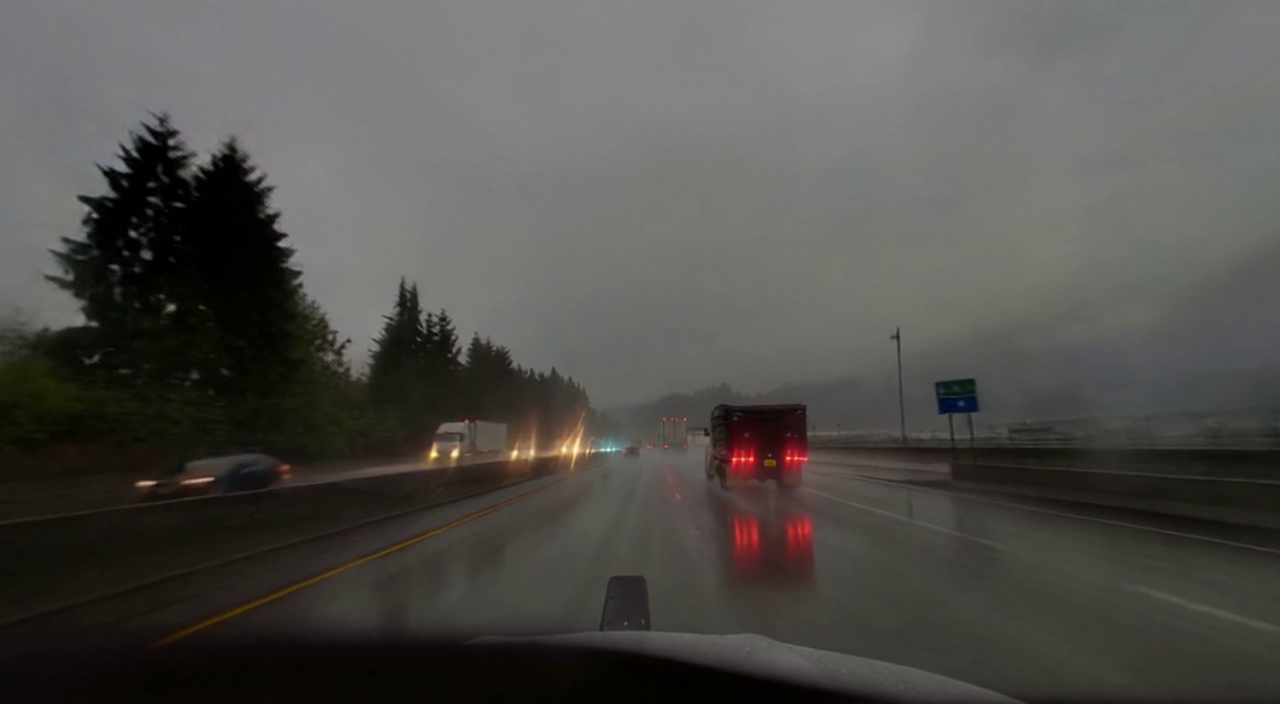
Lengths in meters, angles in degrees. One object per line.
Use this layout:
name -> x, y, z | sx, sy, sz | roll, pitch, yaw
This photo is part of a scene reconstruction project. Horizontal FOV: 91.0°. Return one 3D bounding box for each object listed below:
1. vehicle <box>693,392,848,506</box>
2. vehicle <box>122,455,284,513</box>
vehicle -> 3.062, 2.531, 16.709 | 2.677, 2.439, 6.402 | 0, -8, -1
vehicle -> -12.958, 3.888, 19.068 | 1.737, 1.450, 4.343 | 0, -8, 1
